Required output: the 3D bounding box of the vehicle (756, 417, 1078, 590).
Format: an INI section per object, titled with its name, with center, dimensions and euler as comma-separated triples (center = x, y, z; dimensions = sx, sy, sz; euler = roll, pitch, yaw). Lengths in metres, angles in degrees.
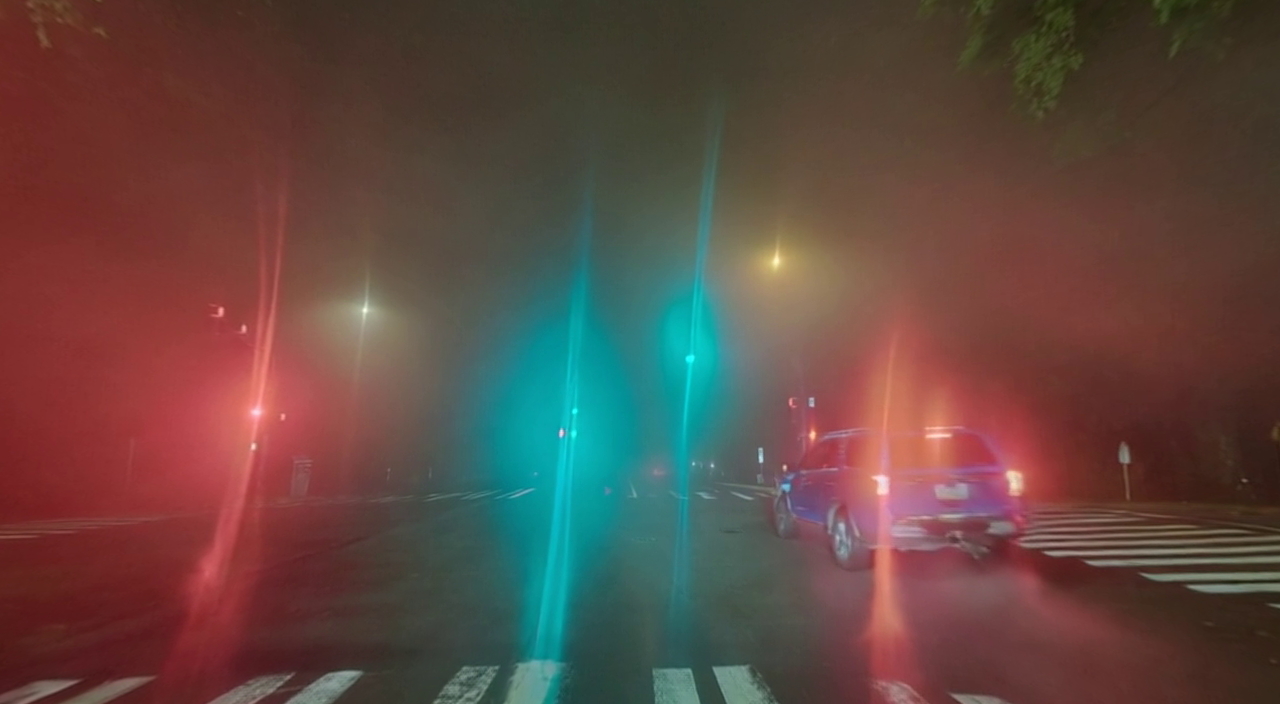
[vehicle]
center = 3.141, 1.829, 8.597
dimensions = 2.140, 1.655, 4.786
euler = 0, -8, -1
